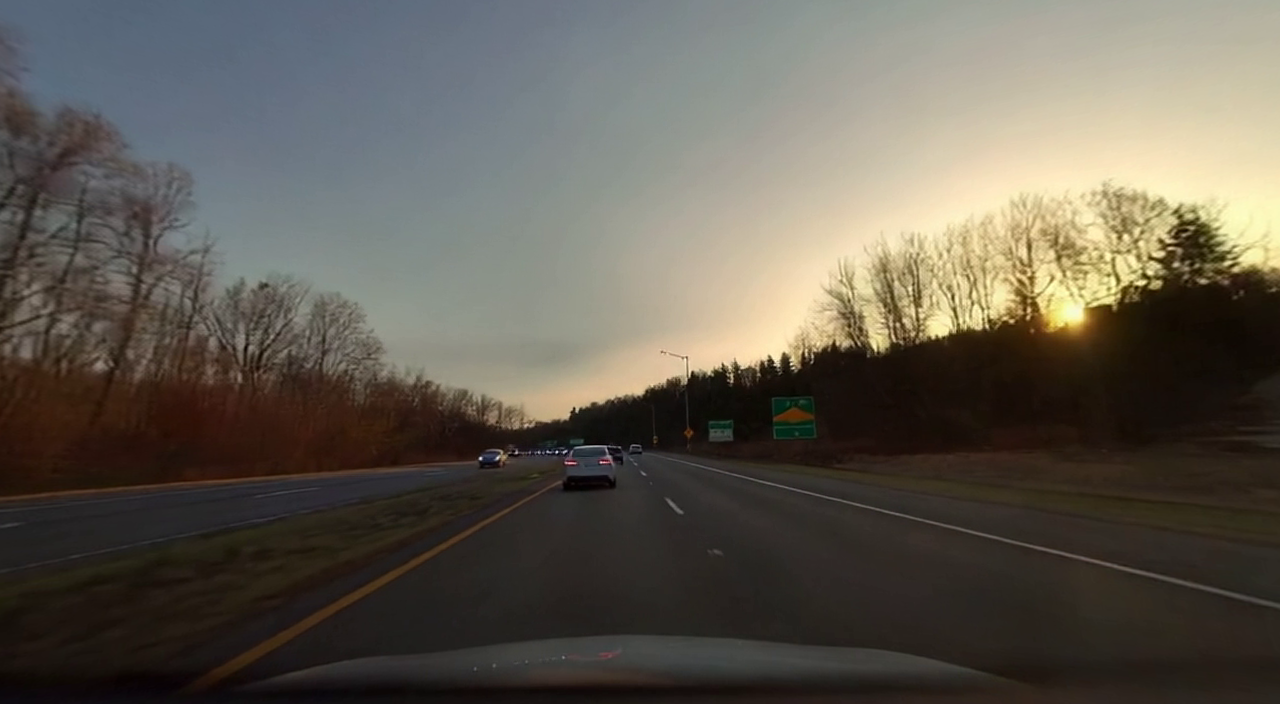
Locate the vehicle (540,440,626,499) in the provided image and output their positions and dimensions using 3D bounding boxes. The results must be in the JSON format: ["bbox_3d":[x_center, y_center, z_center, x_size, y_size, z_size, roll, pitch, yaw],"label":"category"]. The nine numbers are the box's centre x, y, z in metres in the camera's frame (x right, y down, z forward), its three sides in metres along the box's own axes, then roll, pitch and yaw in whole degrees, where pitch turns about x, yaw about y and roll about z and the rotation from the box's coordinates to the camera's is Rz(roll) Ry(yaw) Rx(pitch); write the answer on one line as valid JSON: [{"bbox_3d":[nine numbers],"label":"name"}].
[{"bbox_3d":[-1.563,3.394,18.449,2.244,1.506,4.097,0,-9,-2],"label":"vehicle"}]

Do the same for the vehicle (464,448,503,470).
[{"bbox_3d":[-11.652,8.014,46.973,1.990,1.539,4.498,0,-9,-2],"label":"vehicle"}]
